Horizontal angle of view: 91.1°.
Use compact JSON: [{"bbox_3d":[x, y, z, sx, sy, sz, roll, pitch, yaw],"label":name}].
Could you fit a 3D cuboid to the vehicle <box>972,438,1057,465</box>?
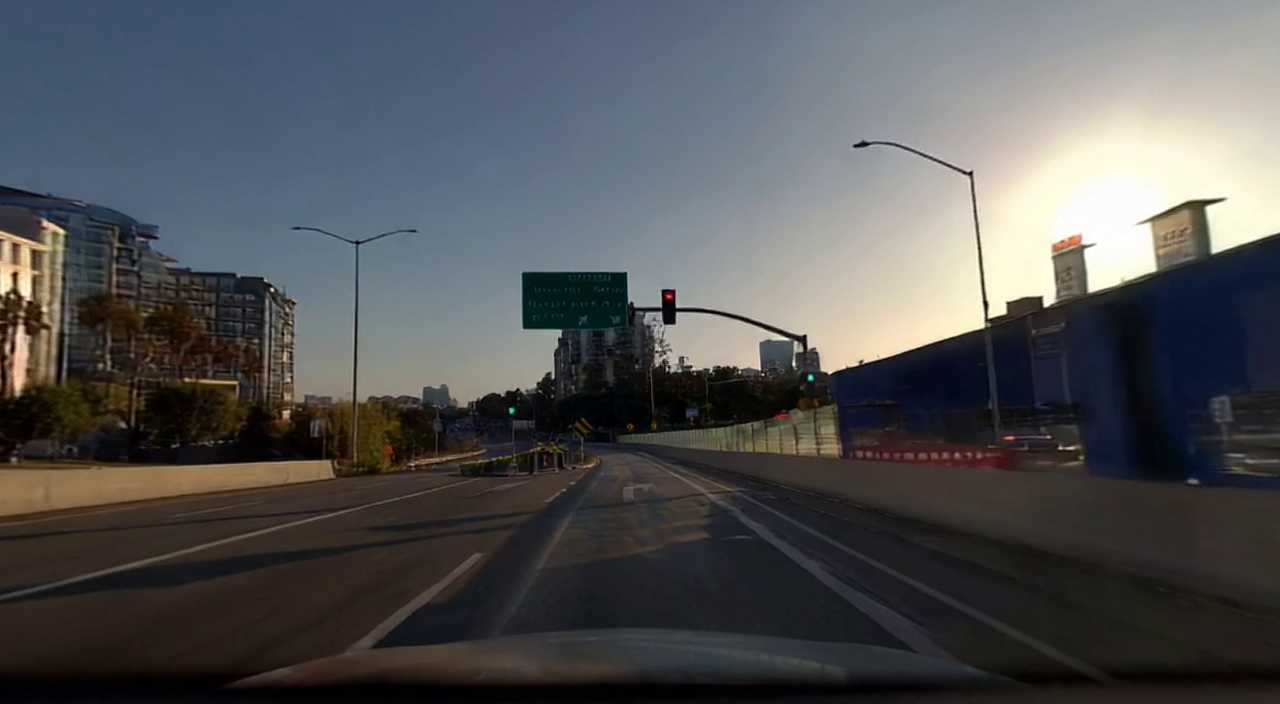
[{"bbox_3d":[21.957,5.849,36.969,1.717,1.486,3.824,4,-10,-32],"label":"vehicle"}]
